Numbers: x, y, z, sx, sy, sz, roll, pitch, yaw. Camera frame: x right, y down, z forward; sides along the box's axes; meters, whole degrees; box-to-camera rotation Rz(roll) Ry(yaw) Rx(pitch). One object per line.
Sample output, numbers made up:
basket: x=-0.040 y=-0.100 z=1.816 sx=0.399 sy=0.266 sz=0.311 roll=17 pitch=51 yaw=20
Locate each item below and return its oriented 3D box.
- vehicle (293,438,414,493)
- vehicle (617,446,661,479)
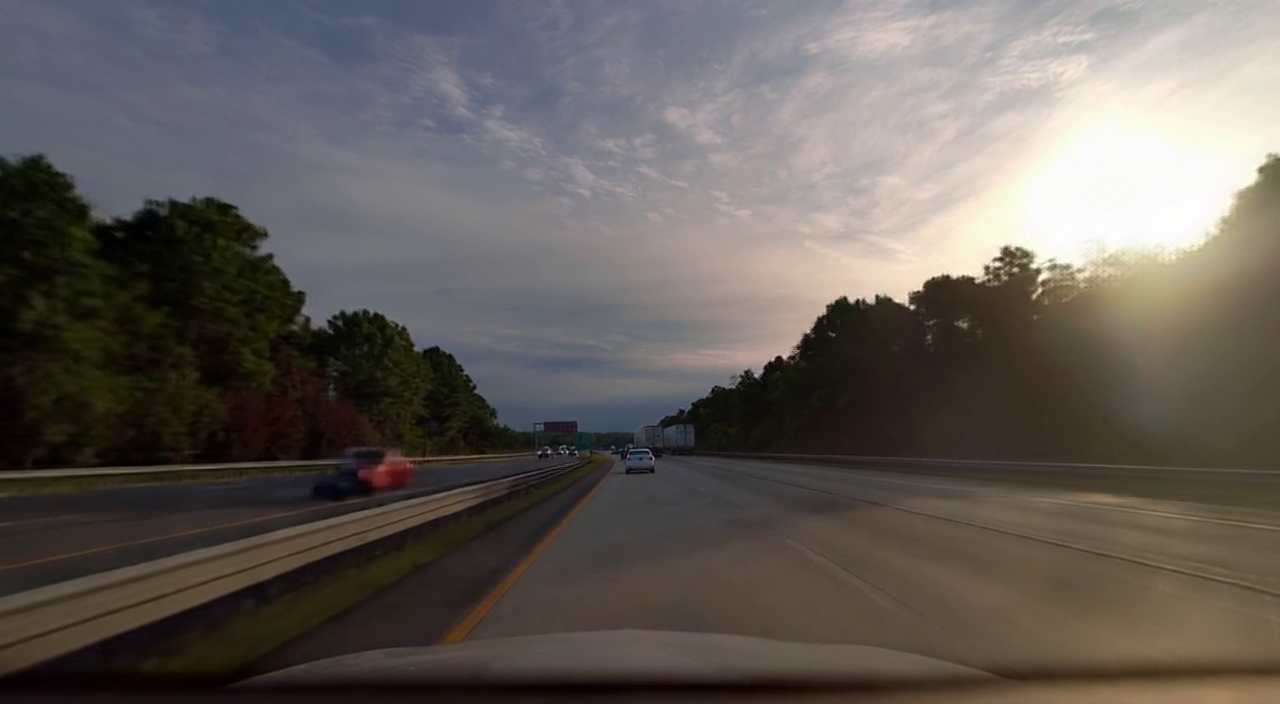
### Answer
vehicle: x=-8.486 y=3.368 z=19.071 sx=1.783 sy=1.469 sz=3.969 roll=0 pitch=-9 yaw=0
vehicle: x=-0.054 y=5.481 z=31.542 sx=2.069 sy=1.523 sz=4.012 roll=0 pitch=-9 yaw=-1
